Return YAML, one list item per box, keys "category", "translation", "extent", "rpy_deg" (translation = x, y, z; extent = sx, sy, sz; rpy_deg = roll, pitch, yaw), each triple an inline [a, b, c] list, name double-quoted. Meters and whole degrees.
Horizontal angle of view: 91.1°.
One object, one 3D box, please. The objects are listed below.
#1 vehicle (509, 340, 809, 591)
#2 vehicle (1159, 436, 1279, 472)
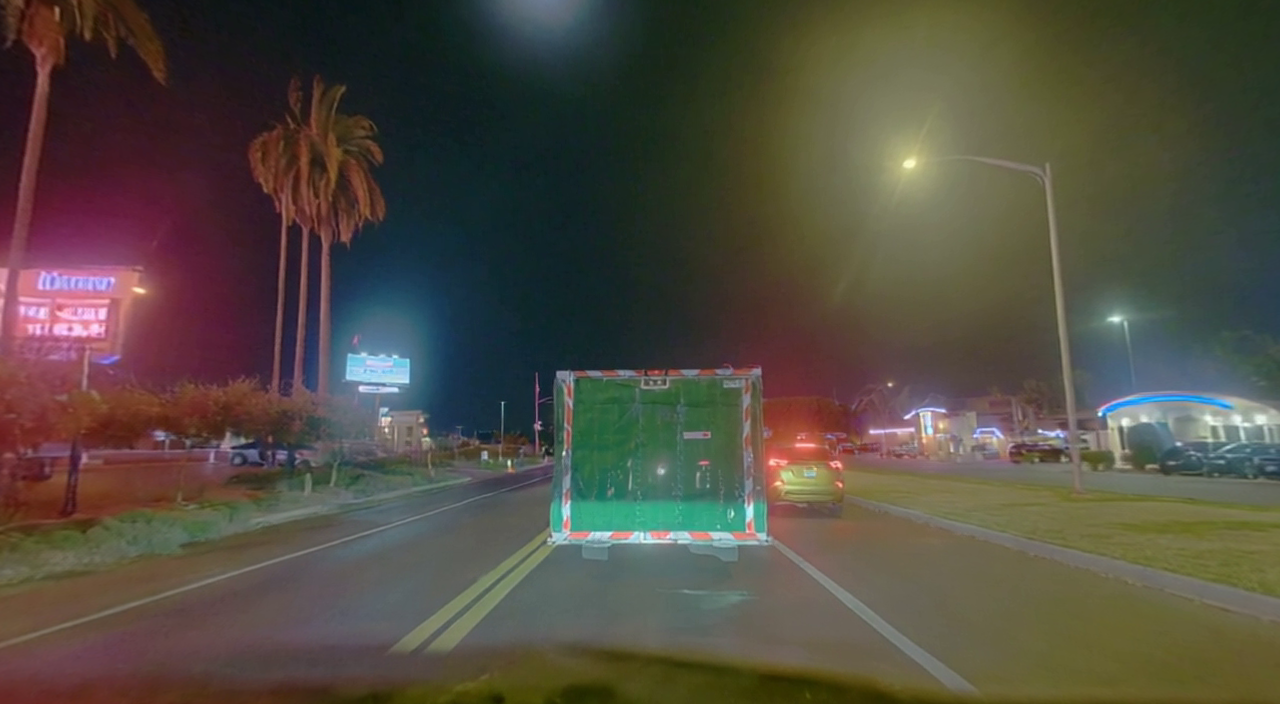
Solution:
- category: "vehicle"
  translation: [0.180, 1.512, 9.083]
  extent: [2.728, 2.305, 6.506]
  rpy_deg: [0, -8, 0]
- category: "vehicle"
  translation: [28.571, 5.000, 30.885]
  extent: [4.193, 1.633, 1.928]
  rpy_deg: [-4, -9, 26]
